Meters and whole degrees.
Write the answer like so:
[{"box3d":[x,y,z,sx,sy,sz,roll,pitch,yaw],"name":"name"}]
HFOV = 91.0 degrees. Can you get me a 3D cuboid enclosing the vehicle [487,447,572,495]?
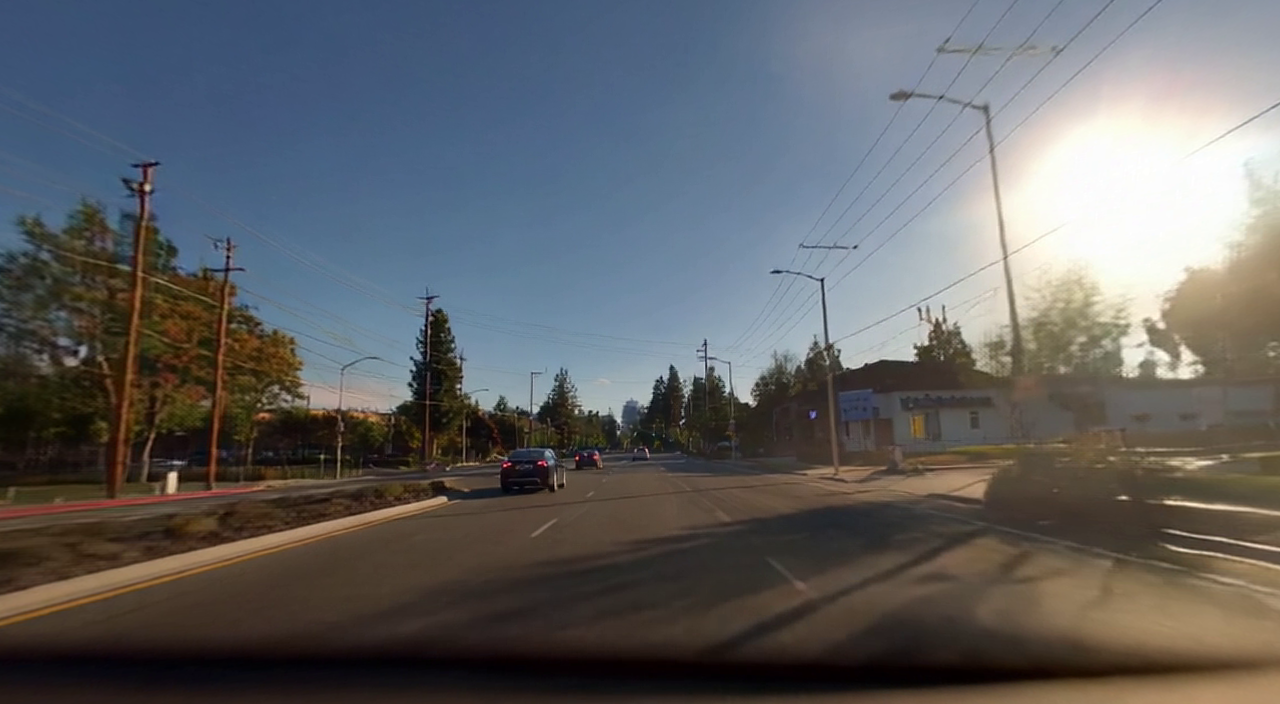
[{"box3d":[-3.601,3.961,21.399,2.076,1.444,4.328,0,-9,0],"name":"vehicle"}]
